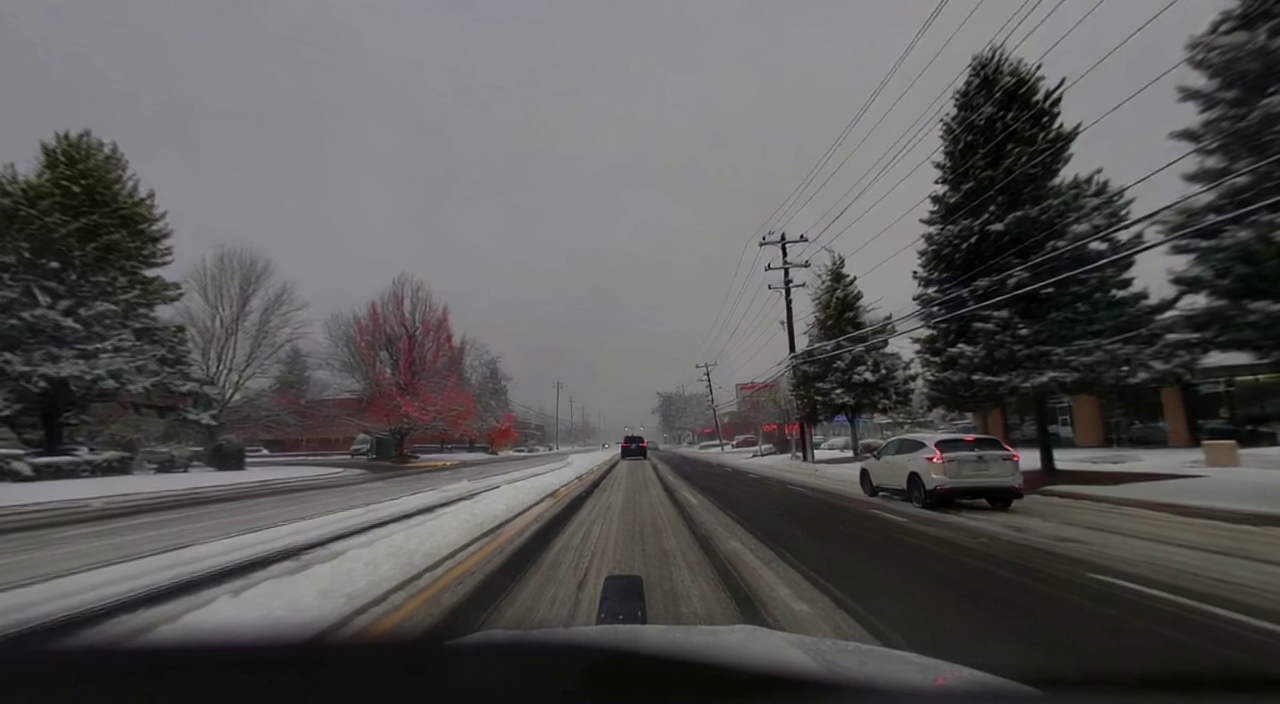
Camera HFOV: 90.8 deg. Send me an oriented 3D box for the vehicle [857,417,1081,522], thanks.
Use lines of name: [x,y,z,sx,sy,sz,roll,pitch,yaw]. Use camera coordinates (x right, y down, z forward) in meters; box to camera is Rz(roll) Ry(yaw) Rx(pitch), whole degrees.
vehicle: [6.206,2.262,12.678,1.995,1.705,4.434,0,-8,-1]

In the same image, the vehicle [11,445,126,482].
vehicle: [-30.824,5.991,34.341,1.979,1.855,5.380,1,-9,-11]
